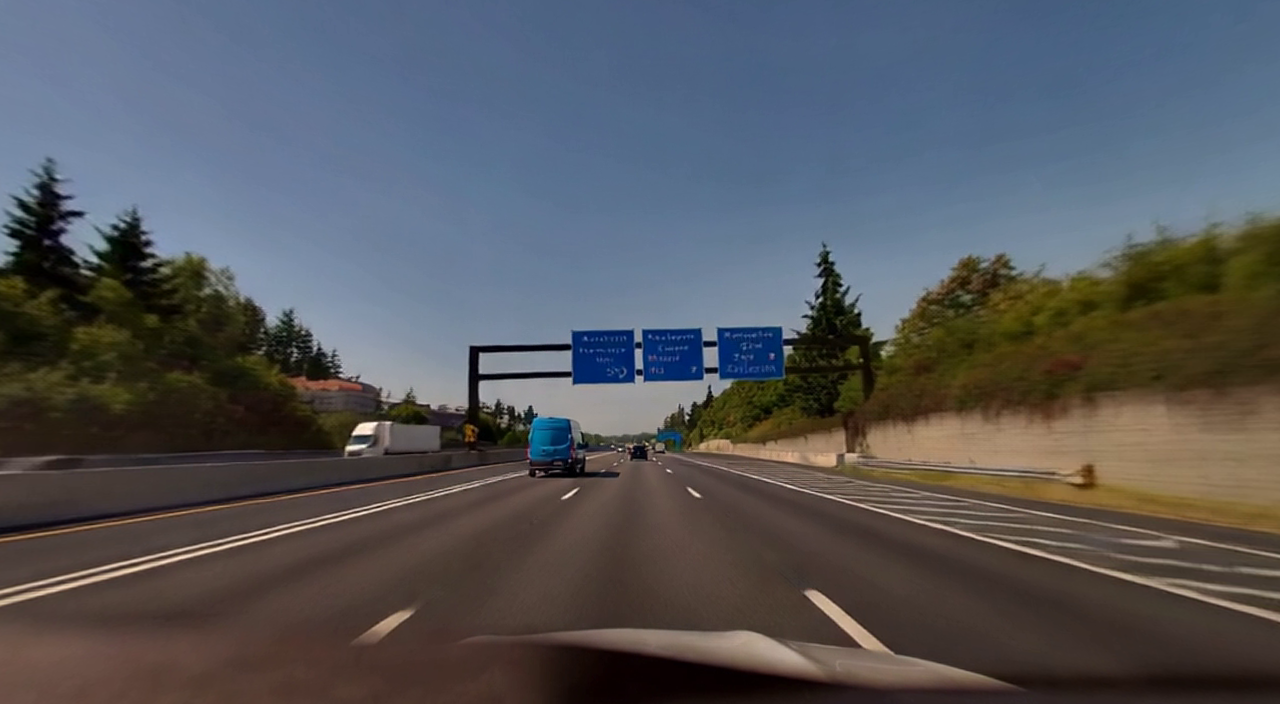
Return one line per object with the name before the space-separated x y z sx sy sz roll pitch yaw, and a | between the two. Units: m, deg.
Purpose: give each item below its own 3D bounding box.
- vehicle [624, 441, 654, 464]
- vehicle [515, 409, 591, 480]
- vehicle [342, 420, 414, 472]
vehicle | -0.059 7.780 48.740 2.183 1.662 3.968 0 -9 0
vehicle | -3.600 4.011 27.309 2.382 2.736 5.982 0 -9 0
vehicle | -20.342 7.375 49.352 2.966 3.817 5.992 0 -9 0
